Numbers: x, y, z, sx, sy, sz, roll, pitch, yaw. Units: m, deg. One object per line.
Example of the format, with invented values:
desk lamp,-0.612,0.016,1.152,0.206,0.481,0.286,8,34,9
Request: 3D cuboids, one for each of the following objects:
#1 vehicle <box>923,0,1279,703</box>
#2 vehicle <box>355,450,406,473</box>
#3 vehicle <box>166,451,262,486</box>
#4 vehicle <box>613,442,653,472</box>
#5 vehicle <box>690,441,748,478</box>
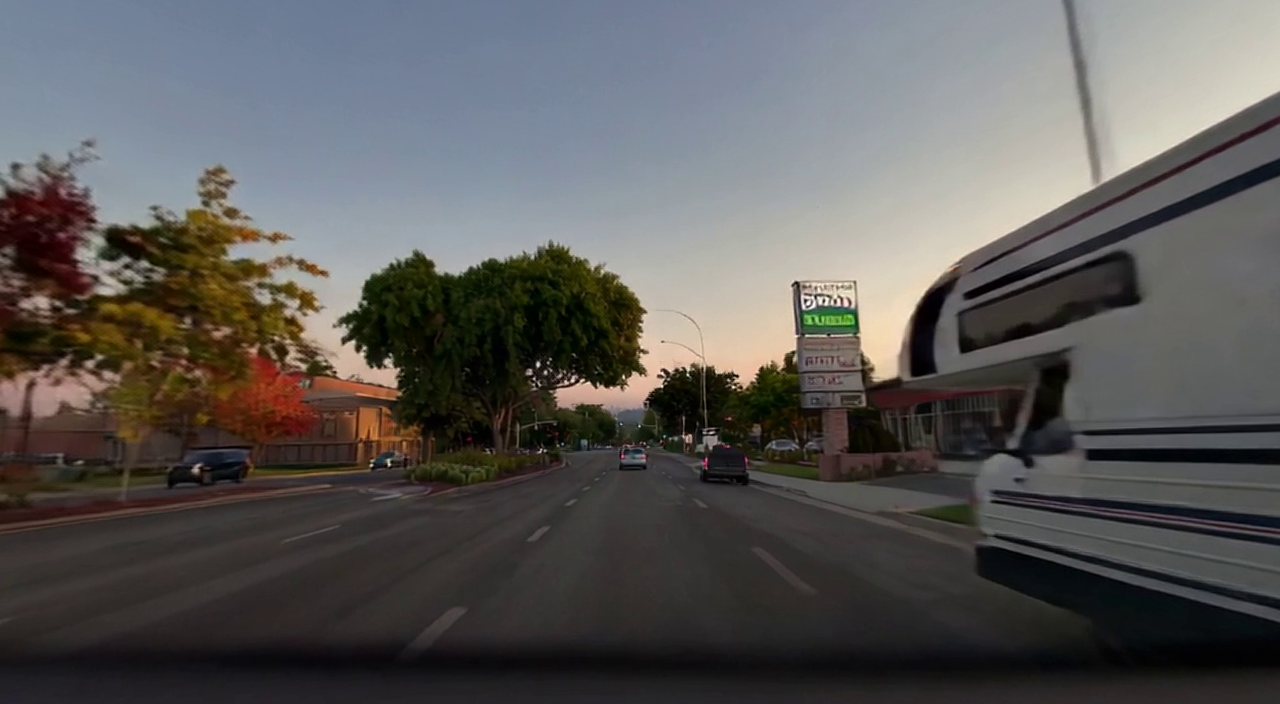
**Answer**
vehicle,3.971,-0.102,1.380,2.924,3.250,7.780,-1,-9,-1
vehicle,-18.437,7.778,45.113,1.827,1.471,4.428,0,-9,-1
vehicle,-21.980,5.981,32.819,1.959,1.683,4.406,0,-9,-1
vehicle,-0.419,5.841,35.249,2.103,1.506,4.742,0,-9,-1
vehicle,3.672,5.102,30.251,2.060,1.611,4.675,0,-9,-2
